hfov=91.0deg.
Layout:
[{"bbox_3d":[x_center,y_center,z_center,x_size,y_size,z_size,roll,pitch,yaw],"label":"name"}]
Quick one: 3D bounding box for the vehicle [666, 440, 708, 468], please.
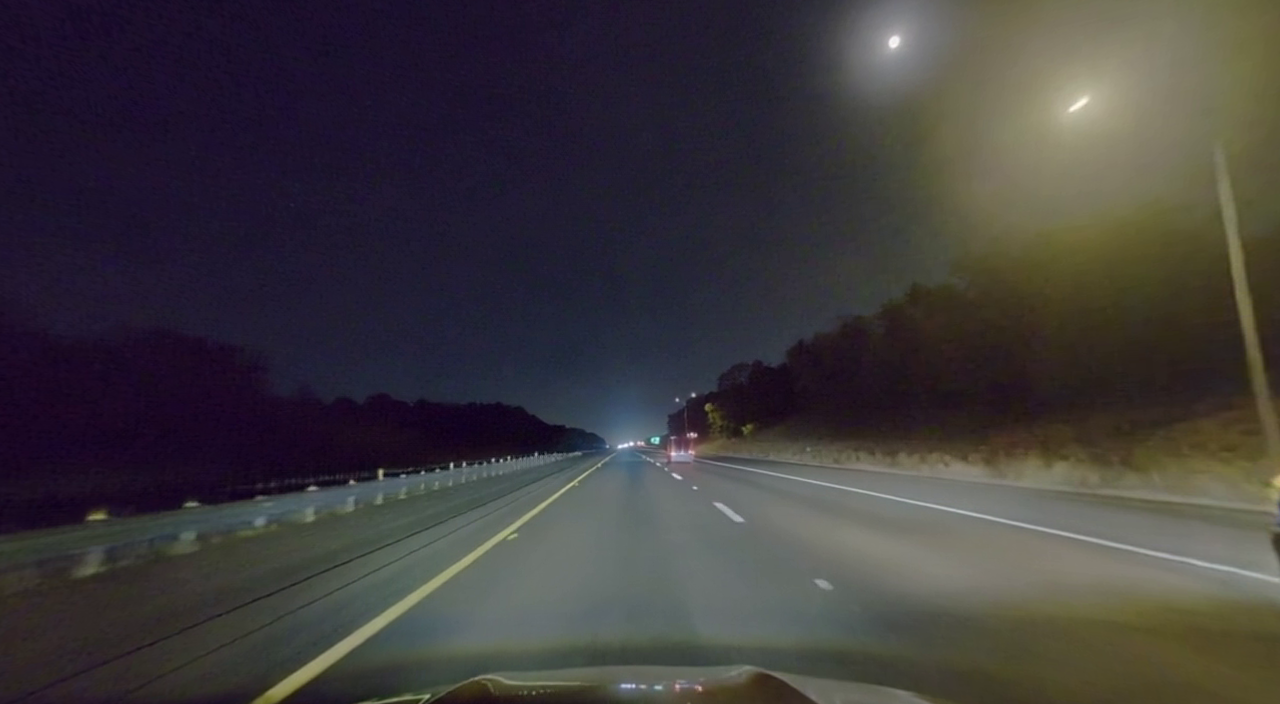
[{"bbox_3d":[2.574,5.704,35.480,2.005,1.466,3.739,0,-8,-1],"label":"vehicle"}]
